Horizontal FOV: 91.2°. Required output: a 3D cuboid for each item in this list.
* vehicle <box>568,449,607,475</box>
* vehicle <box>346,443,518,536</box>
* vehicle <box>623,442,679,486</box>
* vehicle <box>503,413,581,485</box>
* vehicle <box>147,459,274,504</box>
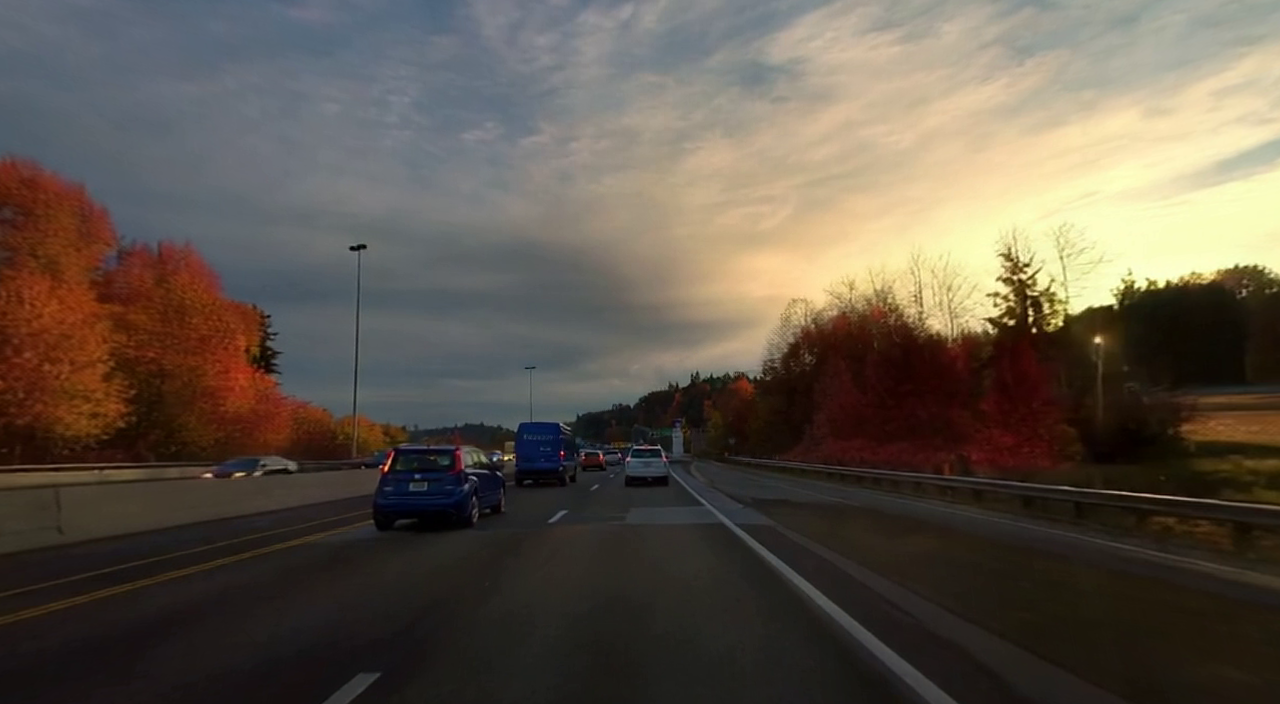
[{"bbox_3d":[-3.252,6.923,39.656,2.015,1.496,4.312,0,-9,1],"label":"vehicle"},{"bbox_3d":[-3.781,2.550,12.257,1.977,1.485,3.973,0,-9,0],"label":"vehicle"},{"bbox_3d":[0.444,4.689,26.409,2.195,1.679,4.070,0,-9,0],"label":"vehicle"},{"bbox_3d":[-3.992,4.129,26.757,2.275,2.692,5.810,0,-9,1],"label":"vehicle"},{"bbox_3d":[-17.104,5.155,25.276,1.889,1.537,4.361,-1,-9,2],"label":"vehicle"}]
